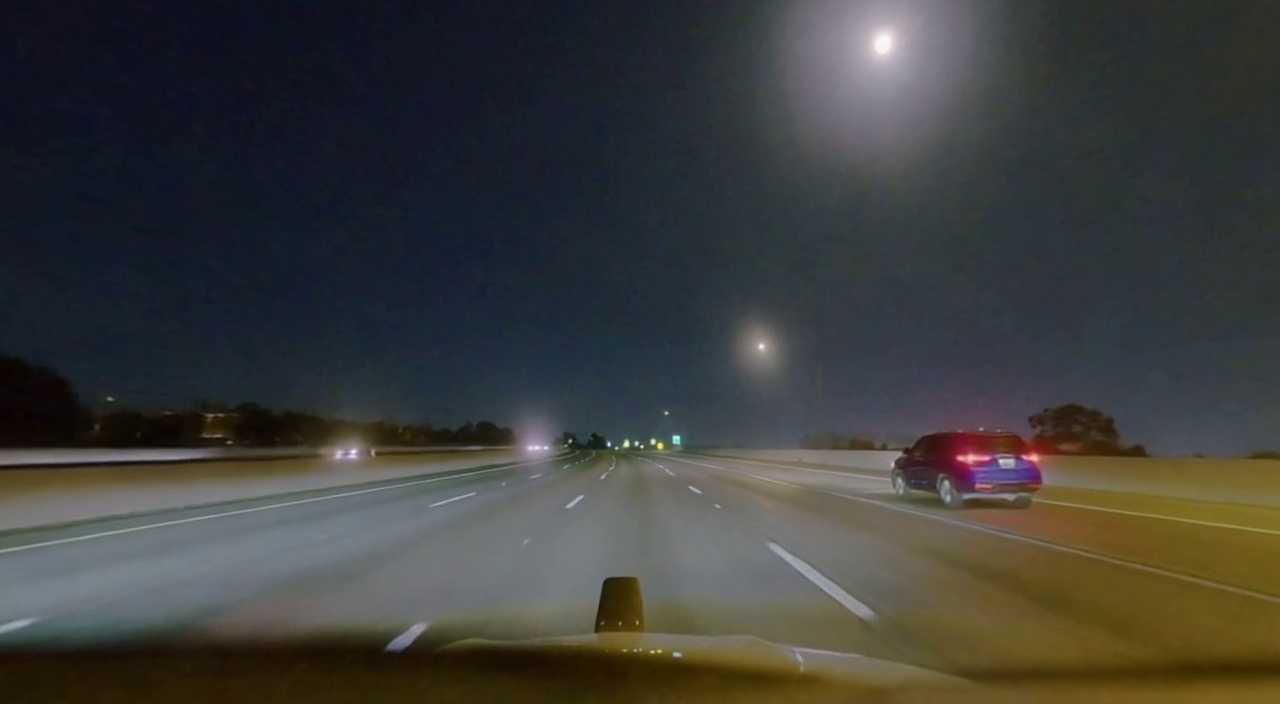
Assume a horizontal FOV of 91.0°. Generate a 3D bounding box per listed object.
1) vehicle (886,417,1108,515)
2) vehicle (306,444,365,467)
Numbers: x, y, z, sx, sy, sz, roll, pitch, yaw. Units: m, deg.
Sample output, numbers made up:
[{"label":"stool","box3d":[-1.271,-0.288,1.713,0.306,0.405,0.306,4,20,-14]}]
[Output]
[{"label":"vehicle","box3d":[7.183,2.350,13.383,2.091,1.711,4.383,0,-9,-1]},{"label":"vehicle","box3d":[-22.004,7.509,45.731,2.091,1.558,4.396,-1,-9,0]}]
